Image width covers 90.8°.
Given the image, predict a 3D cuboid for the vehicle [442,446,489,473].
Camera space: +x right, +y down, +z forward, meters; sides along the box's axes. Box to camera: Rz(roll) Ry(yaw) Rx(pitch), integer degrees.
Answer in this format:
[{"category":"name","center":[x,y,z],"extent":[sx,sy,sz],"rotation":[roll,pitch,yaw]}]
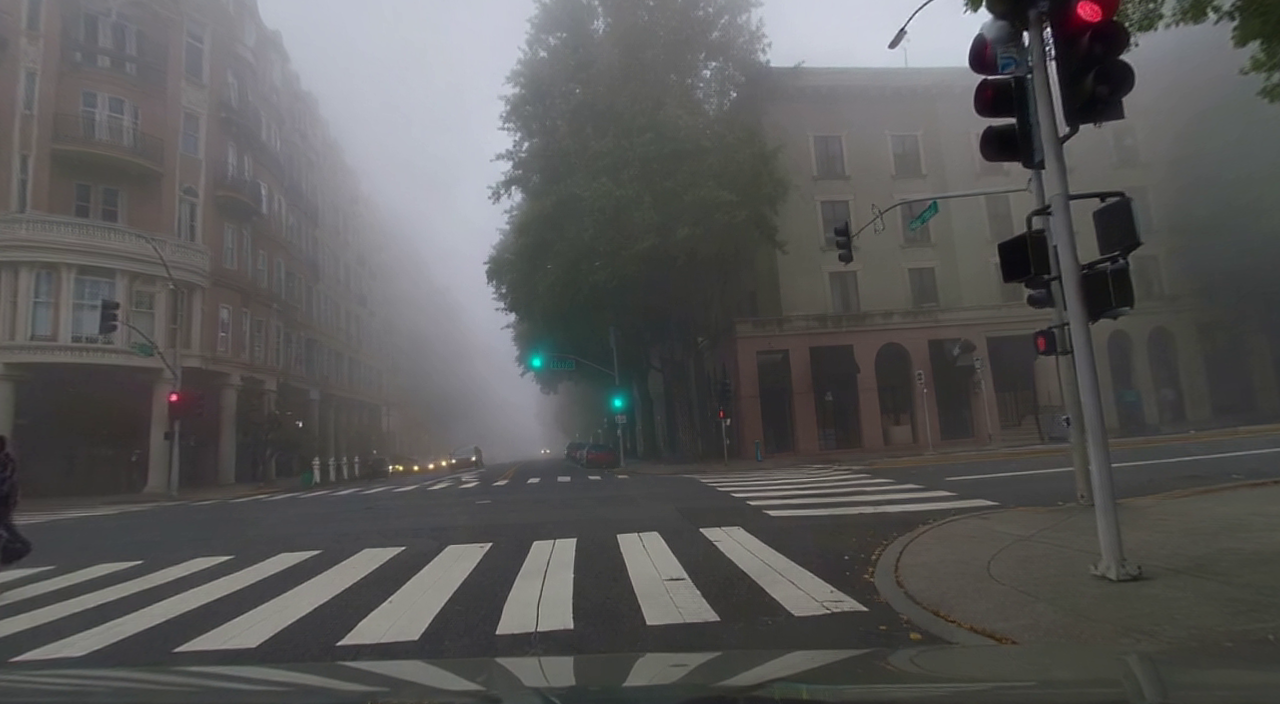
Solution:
[{"category":"vehicle","center":[-10.458,6.469,38.154],"extent":[2.196,1.503,4.371],"rotation":[1,-8,-8]}]

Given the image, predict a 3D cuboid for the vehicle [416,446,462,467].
[{"category":"vehicle","center":[-15.529,7.998,48.629],"extent":[2.028,1.479,4.427],"rotation":[6,-10,-35]}]
